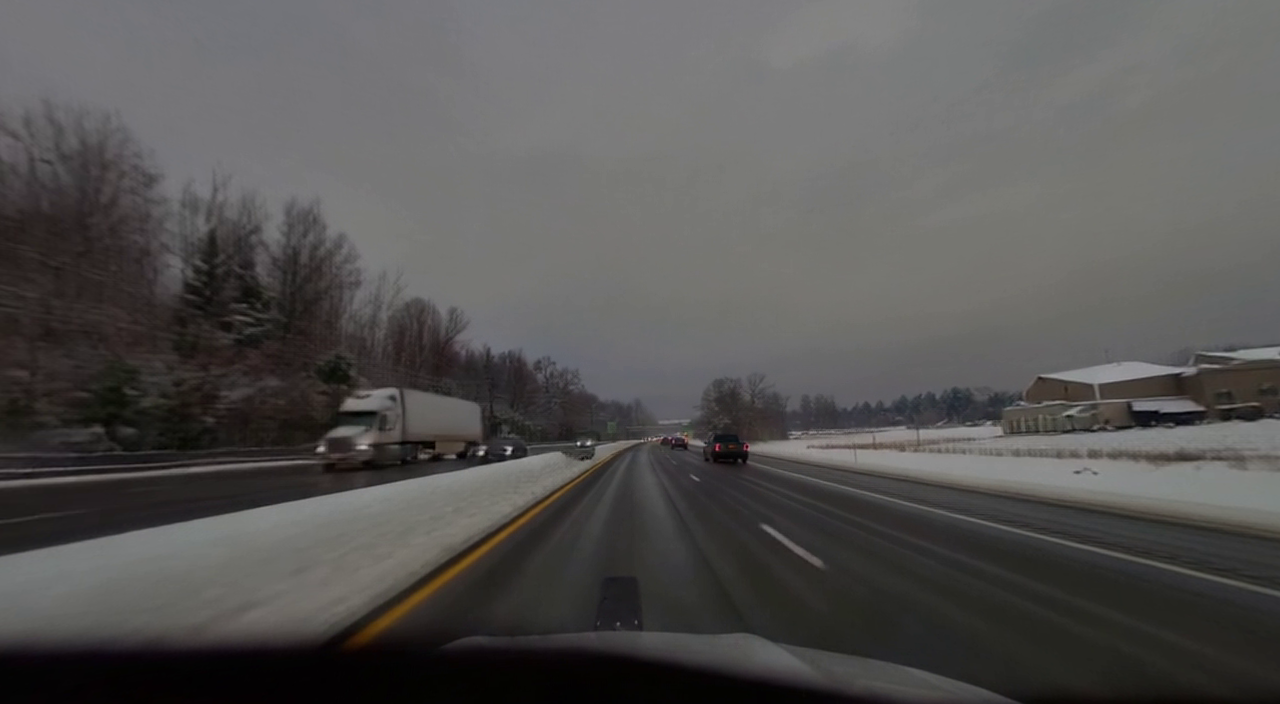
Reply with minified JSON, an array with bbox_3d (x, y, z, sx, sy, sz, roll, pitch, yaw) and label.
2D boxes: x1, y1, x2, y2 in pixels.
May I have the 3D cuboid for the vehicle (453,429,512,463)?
[{"bbox_3d":[-8.674,5.228,35.095,2.058,1.767,4.894,0,-8,0],"label":"vehicle"}]

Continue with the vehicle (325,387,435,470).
[{"bbox_3d":[-12.959,3.926,32.014,2.988,3.815,5.937,0,-8,0],"label":"vehicle"}]

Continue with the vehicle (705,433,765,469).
[{"bbox_3d":[4.222,4.461,28.570,2.024,1.516,4.197,0,-8,-1],"label":"vehicle"}]
